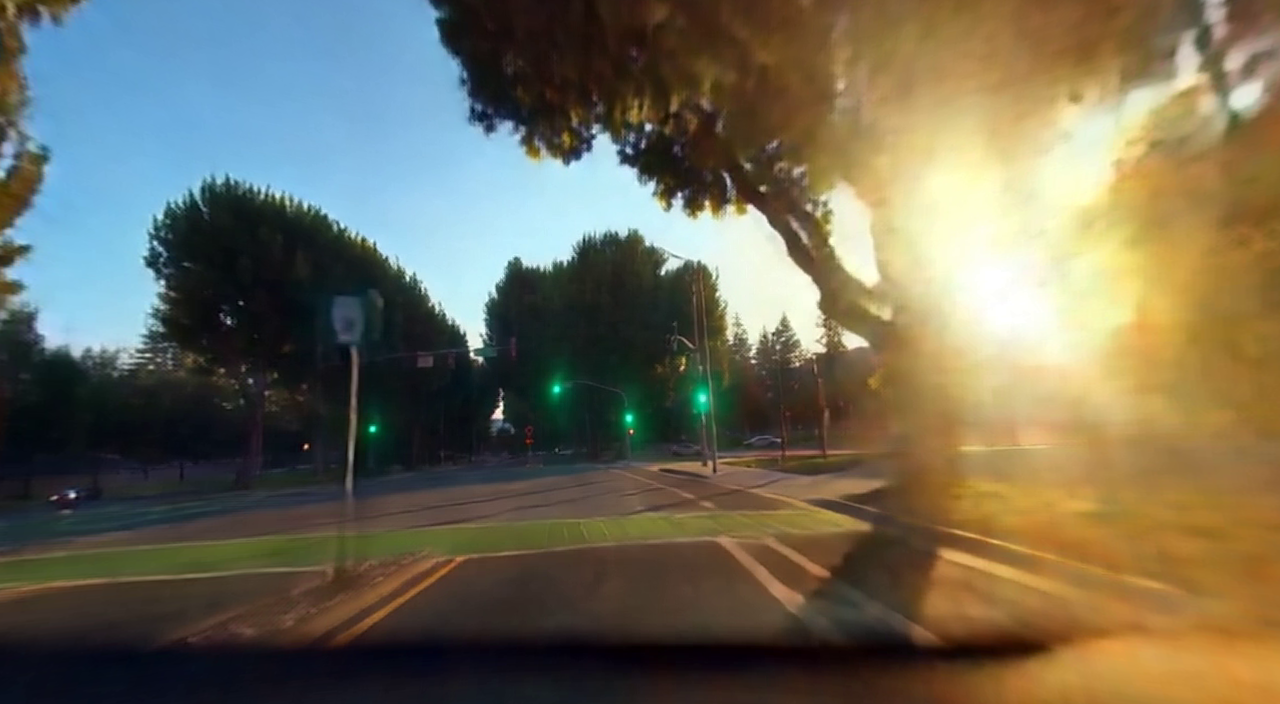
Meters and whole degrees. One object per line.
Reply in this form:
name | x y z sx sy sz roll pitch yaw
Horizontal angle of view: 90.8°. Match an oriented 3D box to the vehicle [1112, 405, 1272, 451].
vehicle | 20.293 2.868 23.494 1.908 1.467 4.117 3 -8 -10
